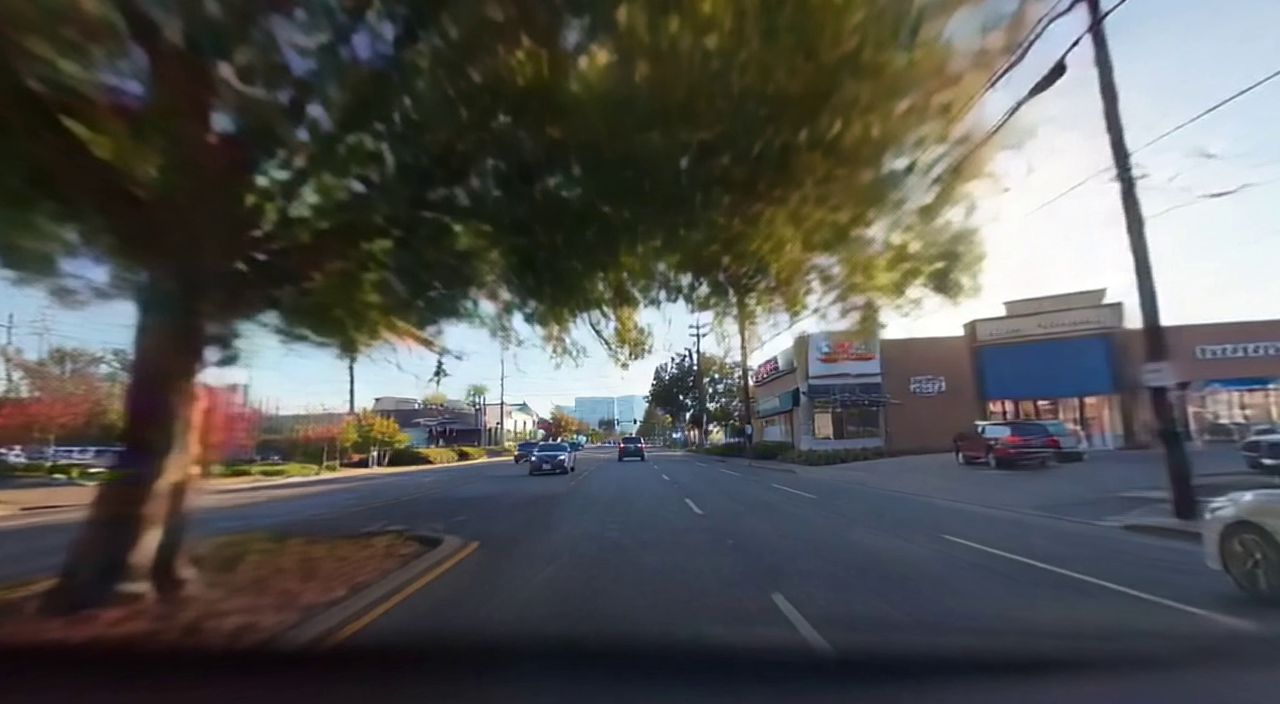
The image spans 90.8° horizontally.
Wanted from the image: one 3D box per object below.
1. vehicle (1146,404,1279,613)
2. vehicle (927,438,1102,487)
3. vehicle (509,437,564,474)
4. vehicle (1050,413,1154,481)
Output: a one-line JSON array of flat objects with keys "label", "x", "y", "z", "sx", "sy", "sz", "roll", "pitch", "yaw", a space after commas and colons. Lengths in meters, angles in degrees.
[{"label": "vehicle", "x": 6.267, "y": 1.139, "z": 4.234, "sx": 1.995, "sy": 1.705, "sz": 4.434, "roll": 0, "pitch": -9, "yaw": 0}, {"label": "vehicle", "x": 14.639, "y": 4.298, "z": 24.860, "sx": 5.733, "sy": 1.610, "sz": 2.253, "roll": 0, "pitch": -8, "yaw": -11}, {"label": "vehicle", "x": -5.737, "y": 5.775, "z": 35.647, "sx": 2.278, "sy": 1.828, "sz": 4.970, "roll": -2, "pitch": -8, "yaw": 0}, {"label": "vehicle", "x": 19.135, "y": 3.932, "z": 26.245, "sx": 2.918, "sy": 2.614, "sz": 1.930, "roll": 3, "pitch": -9, "yaw": -18}]
